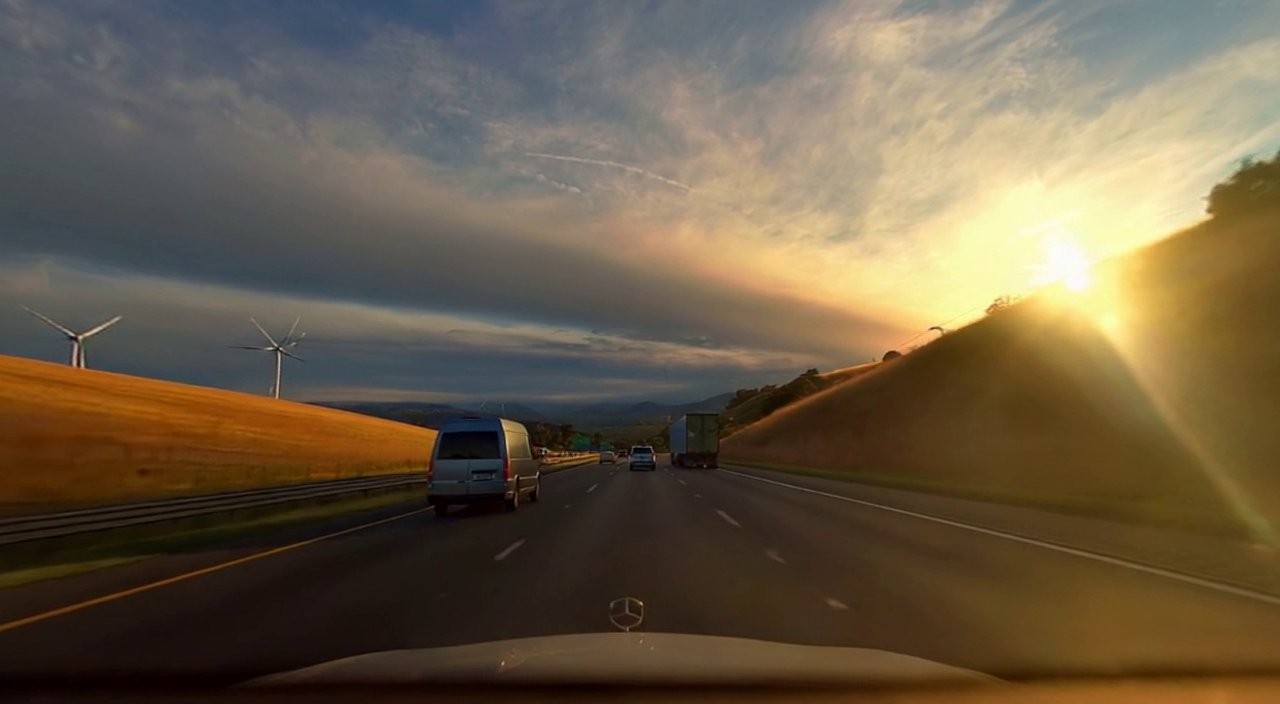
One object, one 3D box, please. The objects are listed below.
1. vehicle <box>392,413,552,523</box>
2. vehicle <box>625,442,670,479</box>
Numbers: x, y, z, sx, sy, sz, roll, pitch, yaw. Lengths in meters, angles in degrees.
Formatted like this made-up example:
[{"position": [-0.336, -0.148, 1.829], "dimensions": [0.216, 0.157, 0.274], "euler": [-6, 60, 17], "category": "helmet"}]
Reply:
[{"position": [-3.414, 2.494, 13.976], "dimensions": [2.238, 1.984, 4.650], "euler": [0, -9, 0], "category": "vehicle"}, {"position": [0.351, 5.423, 31.758], "dimensions": [2.083, 1.689, 4.083], "euler": [0, -9, 0], "category": "vehicle"}]
